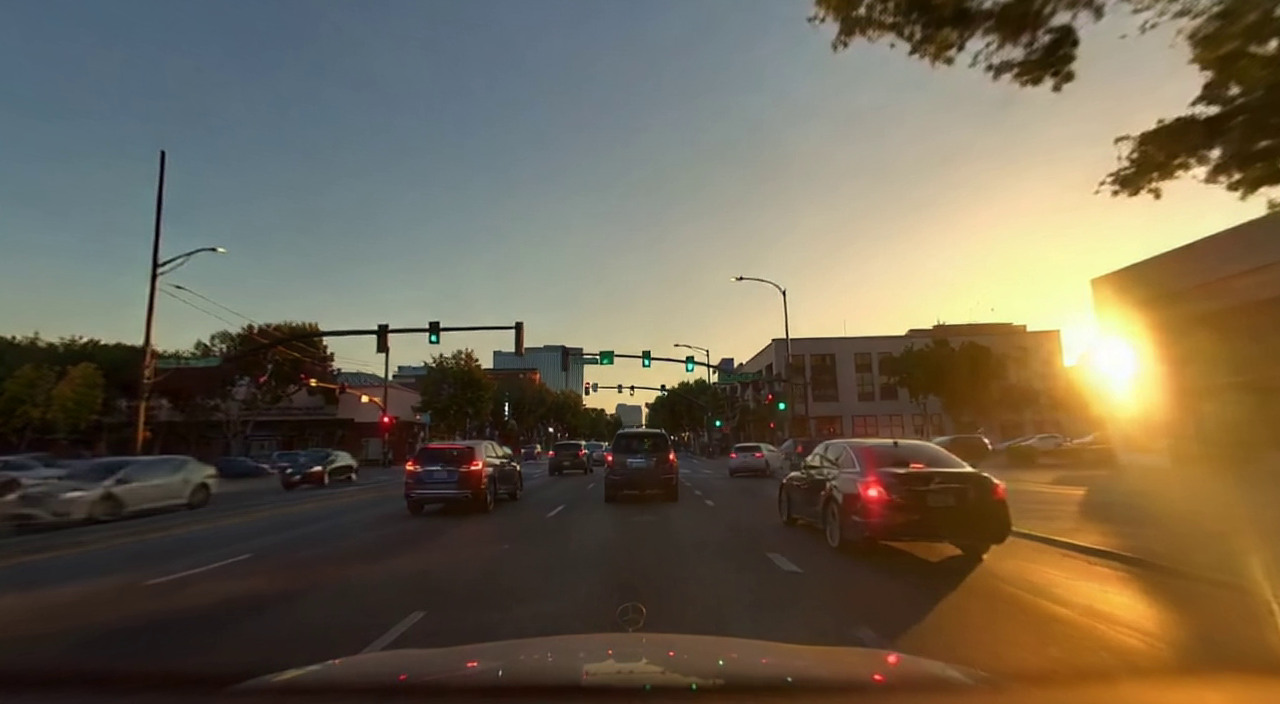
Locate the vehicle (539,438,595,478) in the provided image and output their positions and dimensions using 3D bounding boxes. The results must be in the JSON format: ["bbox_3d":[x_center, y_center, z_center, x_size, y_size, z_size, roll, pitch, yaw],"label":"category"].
[{"bbox_3d":[-3.101,4.591,27.558,1.894,1.642,3.861,0,-8,2],"label":"vehicle"}]

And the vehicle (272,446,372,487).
[{"bbox_3d":[-14.697,5.281,29.481,2.099,1.696,4.746,0,-8,1],"label":"vehicle"}]

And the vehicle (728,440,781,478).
[{"bbox_3d":[4.863,4.488,26.707,1.986,1.457,4.566,-2,-8,11],"label":"vehicle"}]

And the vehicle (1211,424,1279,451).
[{"bbox_3d":[43.538,5.990,44.266,4.557,1.700,1.876,-5,-9,17],"label":"vehicle"}]

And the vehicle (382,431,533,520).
[{"bbox_3d":[-3.695,2.568,13.655,1.886,1.599,4.247,0,-8,1],"label":"vehicle"}]

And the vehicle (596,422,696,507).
[{"bbox_3d":[0.162,2.645,15.214,2.075,1.770,4.018,0,-8,1],"label":"vehicle"}]

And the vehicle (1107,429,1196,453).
[{"bbox_3d":[37.398,6.503,46.191,4.409,1.696,2.180,-2,-9,11],"label":"vehicle"}]

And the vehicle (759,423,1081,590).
[{"bbox_3d":[2.963,1.725,7.967,2.030,1.492,4.383,0,-8,0],"label":"vehicle"}]

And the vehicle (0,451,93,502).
[{"bbox_3d":[-24.475,4.759,24.227,1.919,1.831,5.335,0,-8,2],"label":"vehicle"}]

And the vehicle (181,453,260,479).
[{"bbox_3d":[-29.453,7.996,44.294,4.337,1.690,1.875,-2,-8,5],"label":"vehicle"}]

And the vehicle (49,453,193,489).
[{"bbox_3d":[-29.809,6.817,36.506,2.021,1.802,5.987,-5,-10,30],"label":"vehicle"}]
